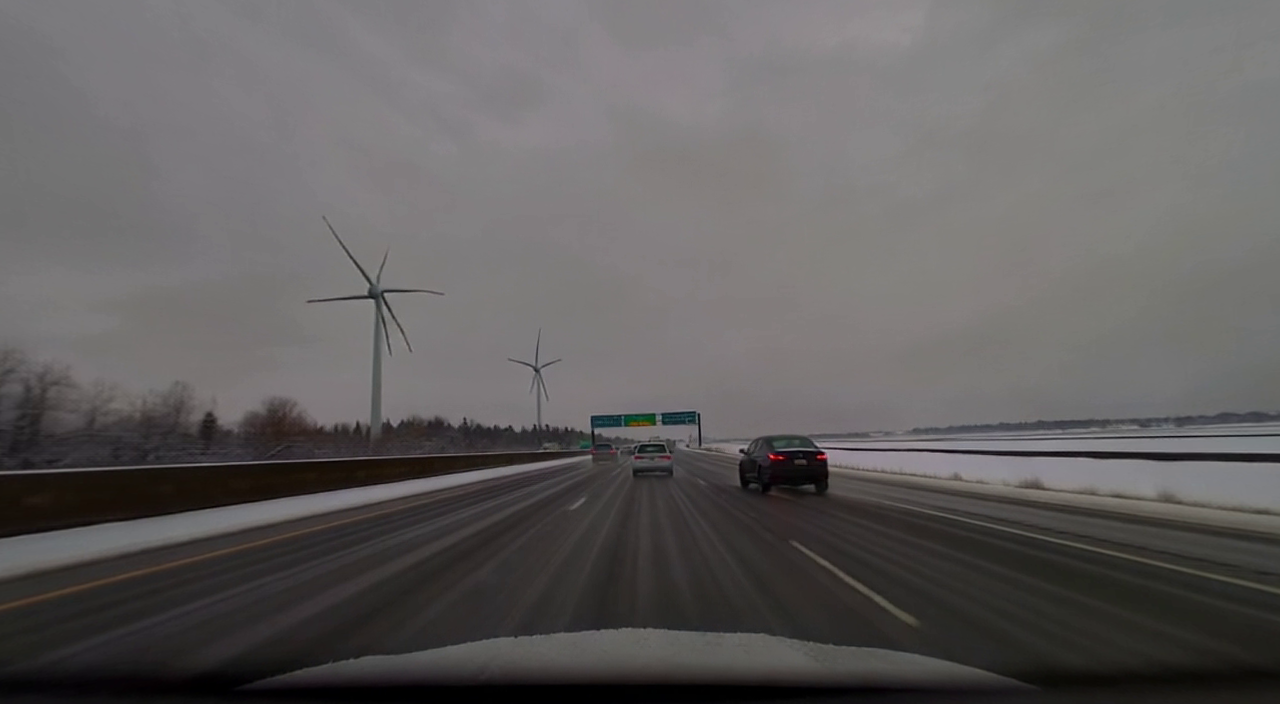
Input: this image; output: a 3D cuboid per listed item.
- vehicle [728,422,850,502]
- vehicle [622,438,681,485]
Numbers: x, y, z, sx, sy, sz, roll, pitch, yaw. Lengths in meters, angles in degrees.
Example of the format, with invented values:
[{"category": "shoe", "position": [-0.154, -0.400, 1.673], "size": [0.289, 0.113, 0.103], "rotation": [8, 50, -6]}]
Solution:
[{"category": "vehicle", "position": [3.873, 2.988, 17.435], "size": [2.104, 1.861, 4.956], "rotation": [0, -9, -1]}, {"category": "vehicle", "position": [0.401, 4.138, 24.039], "size": [2.083, 1.653, 3.787], "rotation": [0, -9, 0]}]
